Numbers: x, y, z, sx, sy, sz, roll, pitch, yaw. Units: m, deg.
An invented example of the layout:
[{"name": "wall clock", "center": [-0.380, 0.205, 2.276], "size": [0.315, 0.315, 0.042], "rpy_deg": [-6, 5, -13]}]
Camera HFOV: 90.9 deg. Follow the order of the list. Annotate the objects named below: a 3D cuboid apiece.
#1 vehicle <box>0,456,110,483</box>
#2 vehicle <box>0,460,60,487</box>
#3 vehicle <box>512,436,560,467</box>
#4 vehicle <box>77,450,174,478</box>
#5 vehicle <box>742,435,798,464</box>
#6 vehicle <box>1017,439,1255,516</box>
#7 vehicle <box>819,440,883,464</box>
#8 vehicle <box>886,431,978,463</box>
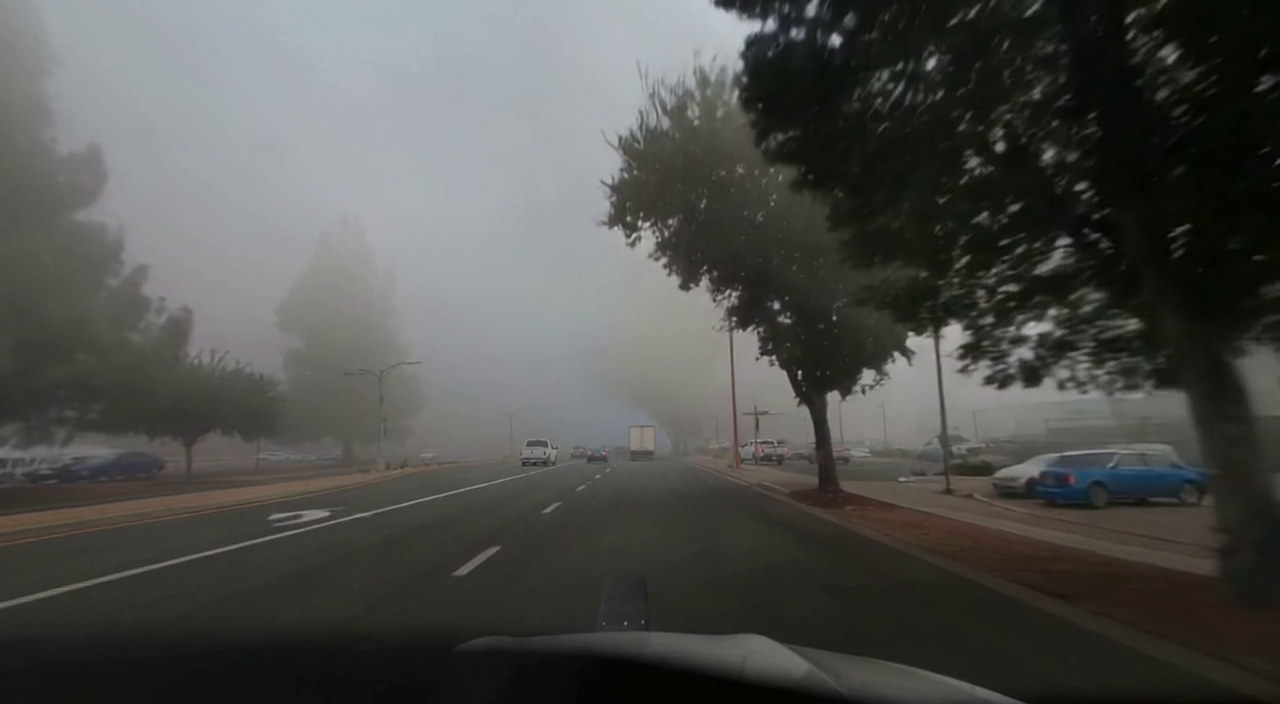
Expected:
[{"name": "vehicle", "center": [-33.558, 6.716, 36.125], "size": [4.607, 1.474, 1.960], "rpy_deg": [0, -8, 1]}, {"name": "vehicle", "center": [-33.911, 6.490, 33.743], "size": [3.913, 1.329, 1.824], "rpy_deg": [0, -8, 1]}, {"name": "vehicle", "center": [-6.690, 6.466, 41.182], "size": [2.149, 1.893, 5.187], "rpy_deg": [0, -8, 2]}, {"name": "vehicle", "center": [-34.025, 7.377, 41.780], "size": [4.555, 1.761, 2.039], "rpy_deg": [0, -8, 0]}, {"name": "vehicle", "center": [8.407, 6.349, 41.190], "size": [2.057, 1.750, 4.679], "rpy_deg": [1, -9, -9]}, {"name": "vehicle", "center": [13.859, 3.504, 17.900], "size": [4.812, 1.825, 2.073], "rpy_deg": [-3, -9, 2]}, {"name": "vehicle", "center": [13.672, 6.503, 41.117], "size": [1.944, 1.476, 4.483], "rpy_deg": [1, -9, -11]}, {"name": "vehicle", "center": [18.762, 6.168, 40.909], "size": [2.211, 1.880, 5.847], "rpy_deg": [2, -9, -12]}]
